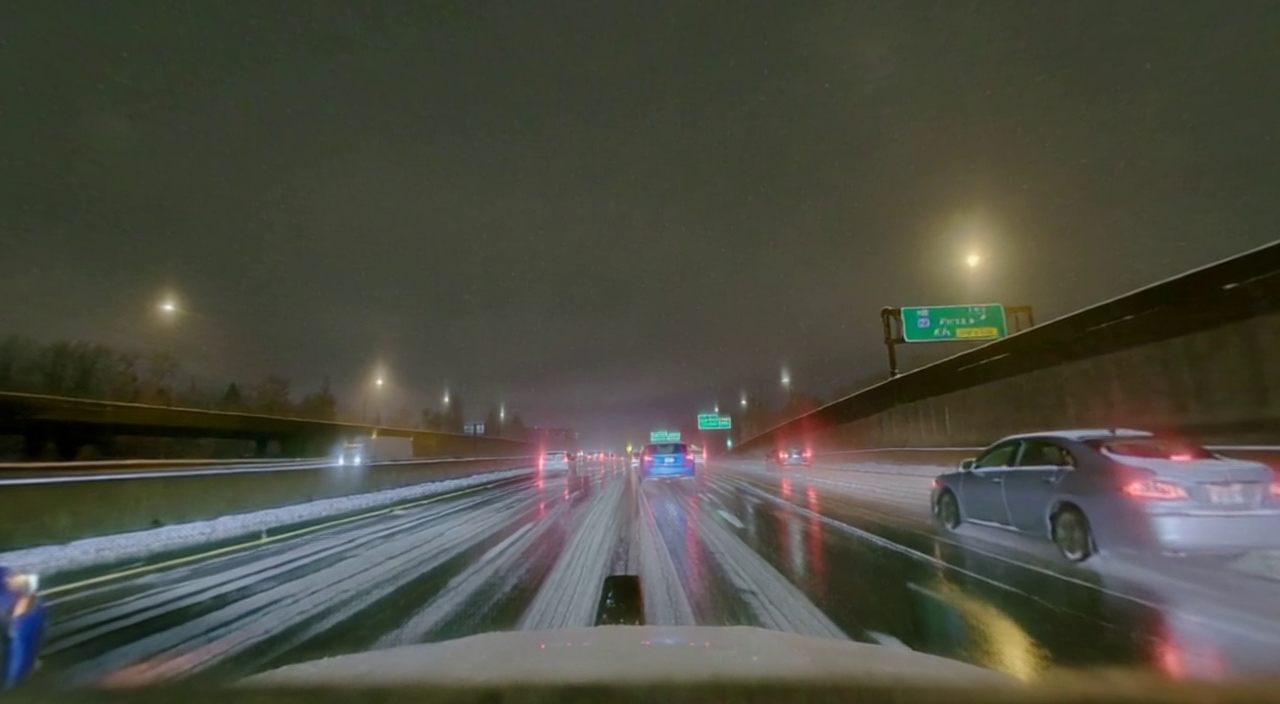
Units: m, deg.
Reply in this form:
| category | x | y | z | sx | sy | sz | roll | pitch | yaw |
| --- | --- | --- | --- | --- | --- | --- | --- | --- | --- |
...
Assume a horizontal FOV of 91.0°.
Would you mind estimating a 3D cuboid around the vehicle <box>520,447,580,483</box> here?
| category | x | y | z | sx | sy | sz | roll | pitch | yaw |
| --- | --- | --- | --- | --- | --- | --- | --- | --- | --- |
| vehicle | -3.975 | 5.070 | 28.452 | 2.031 | 1.491 | 4.145 | 0 | -9 | 1 |

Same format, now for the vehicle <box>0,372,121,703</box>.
| category | x | y | z | sx | sy | sz | roll | pitch | yaw |
| --- | --- | --- | --- | --- | --- | --- | --- | --- | --- |
| vehicle | -3.964 | 0.654 | 1.173 | 2.160 | 1.639 | 4.431 | 0 | -9 | 0 |

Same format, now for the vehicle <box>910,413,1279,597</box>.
| category | x | y | z | sx | sy | sz | roll | pitch | yaw |
| --- | --- | --- | --- | --- | --- | --- | --- | --- | --- |
| vehicle | 5.461 | 1.738 | 7.979 | 2.055 | 1.656 | 4.370 | 0 | -9 | -1 |

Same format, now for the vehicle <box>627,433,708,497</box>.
| category | x | y | z | sx | sy | sz | roll | pitch | yaw |
| --- | --- | --- | --- | --- | --- | --- | --- | --- | --- |
| vehicle | 0.712 | 3.476 | 19.632 | 2.202 | 1.748 | 4.158 | 0 | -9 | -2 |
